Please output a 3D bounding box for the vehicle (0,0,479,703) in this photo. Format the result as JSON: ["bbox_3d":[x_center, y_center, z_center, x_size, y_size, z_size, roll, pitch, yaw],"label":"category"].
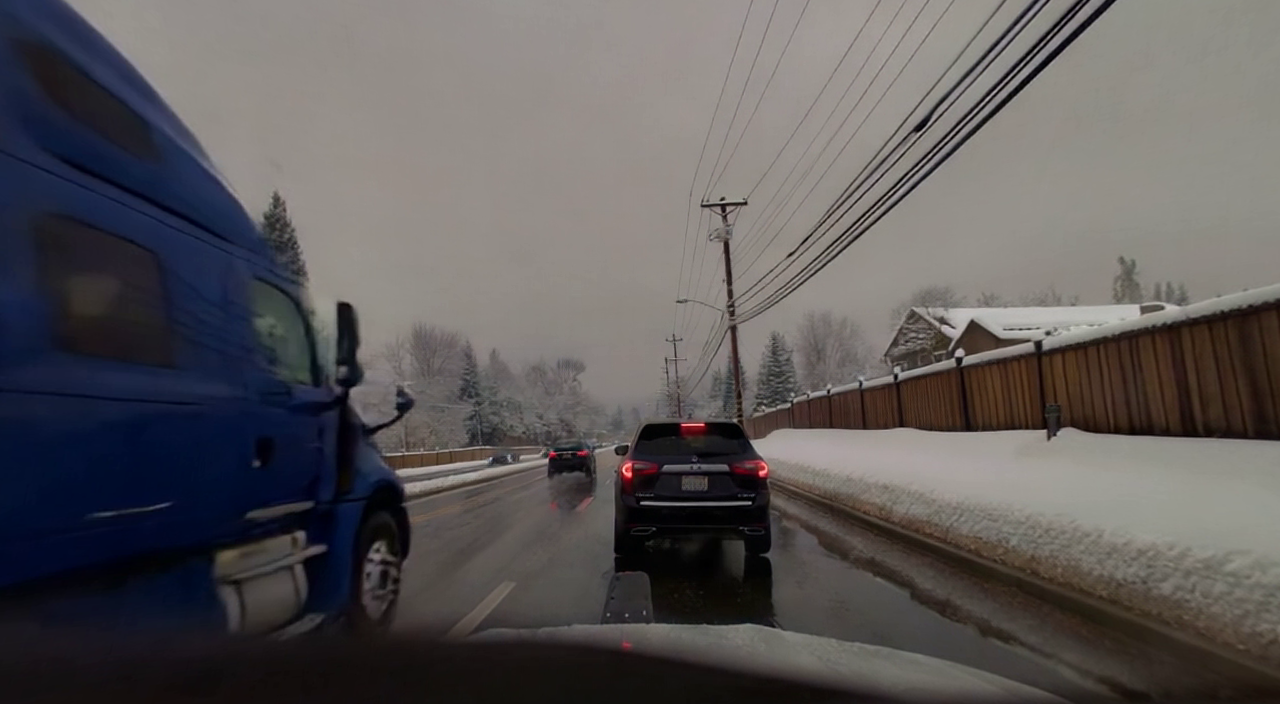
[{"bbox_3d":[-3.093,-0.039,1.668,2.928,3.658,8.980,0,-9,0],"label":"vehicle"}]

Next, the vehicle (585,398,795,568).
[{"bbox_3d":[0.495,1.673,8.695,2.174,1.749,4.113,0,-9,-1],"label":"vehicle"}]

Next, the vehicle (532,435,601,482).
[{"bbox_3d":[-2.703,4.077,24.309,2.037,1.639,4.213,0,-9,2],"label":"vehicle"}]
